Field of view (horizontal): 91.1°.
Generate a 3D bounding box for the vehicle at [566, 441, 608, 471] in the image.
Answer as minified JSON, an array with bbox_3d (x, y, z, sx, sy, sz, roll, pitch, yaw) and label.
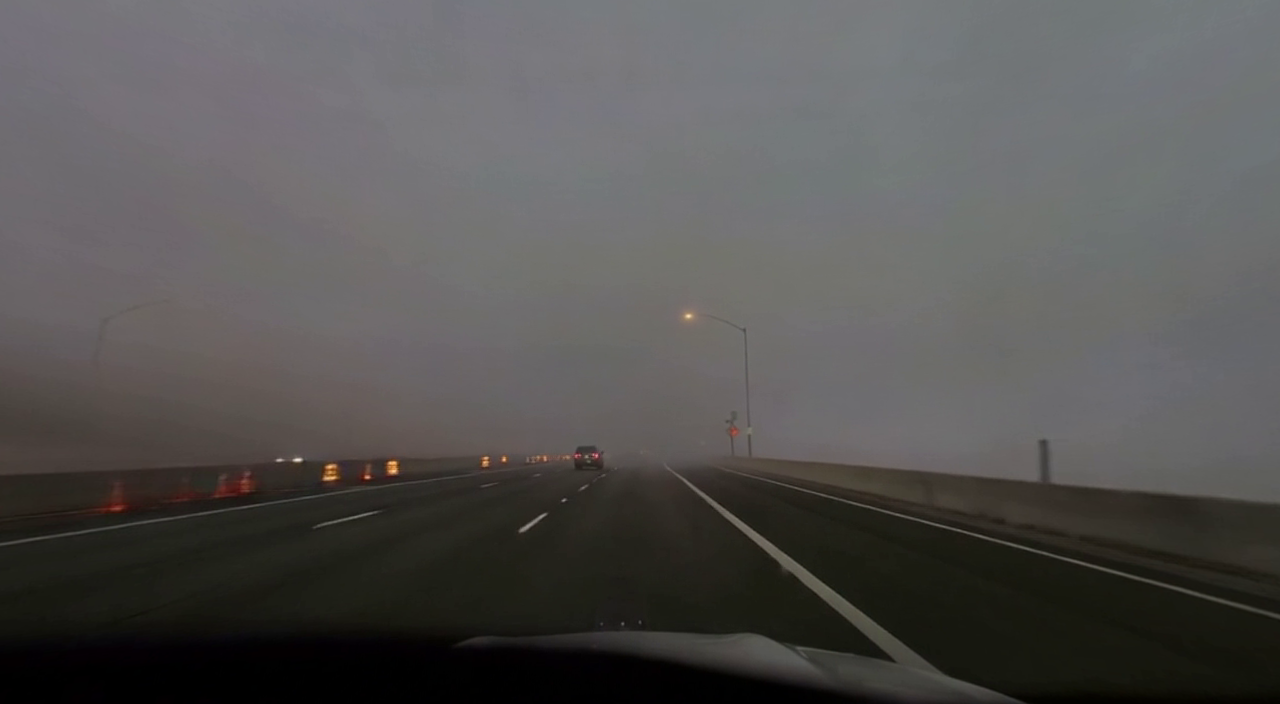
[{"bbox_3d":[-3.081,6.134,37.139,2.078,1.629,4.059,0,-8,1],"label":"vehicle"}]
